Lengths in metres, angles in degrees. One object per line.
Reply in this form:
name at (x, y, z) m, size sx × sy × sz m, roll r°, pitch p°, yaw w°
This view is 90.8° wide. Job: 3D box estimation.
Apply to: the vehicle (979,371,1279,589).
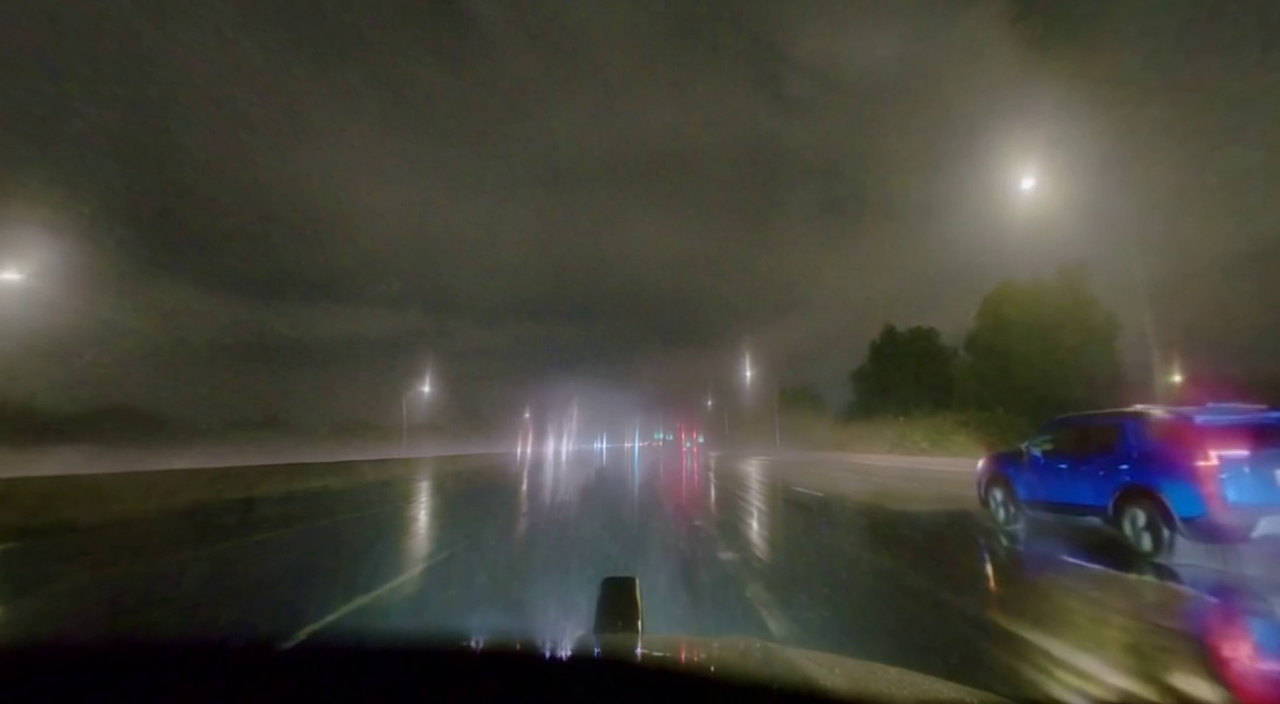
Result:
vehicle at (6.648, 1.449, 7.870) m, size 2.222 × 1.899 × 4.595 m, roll 0°, pitch -8°, yaw 0°
